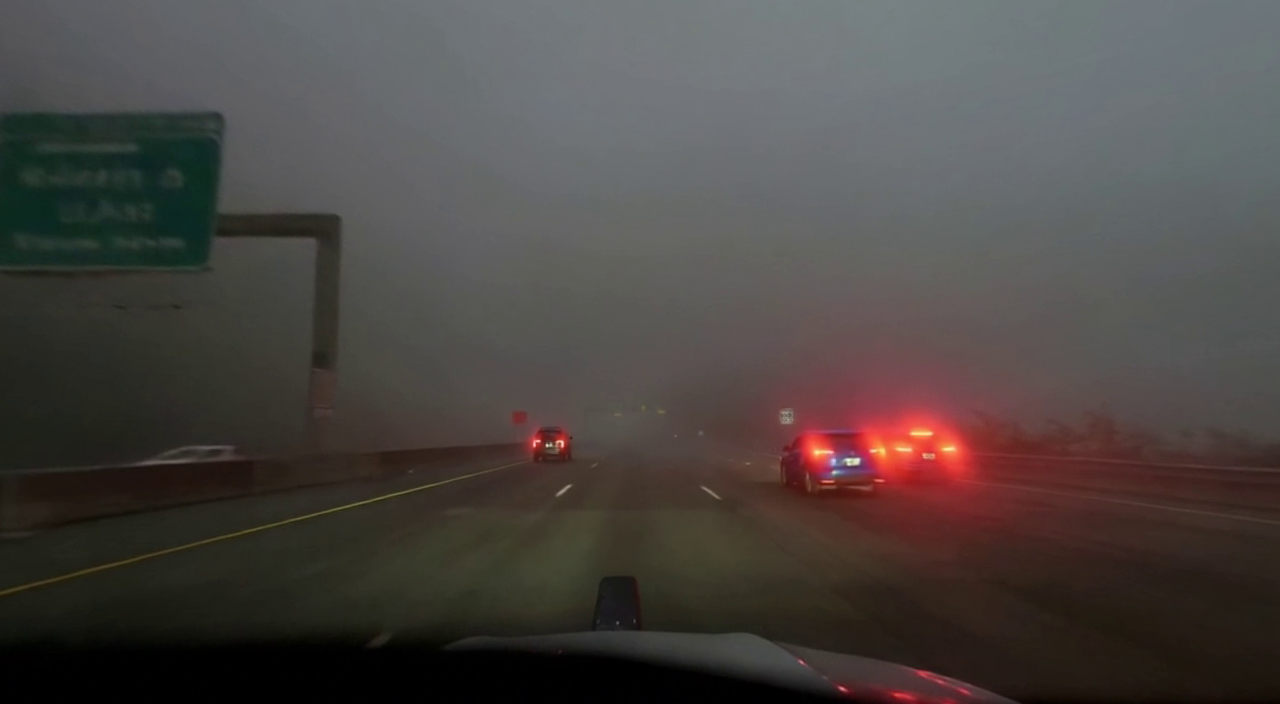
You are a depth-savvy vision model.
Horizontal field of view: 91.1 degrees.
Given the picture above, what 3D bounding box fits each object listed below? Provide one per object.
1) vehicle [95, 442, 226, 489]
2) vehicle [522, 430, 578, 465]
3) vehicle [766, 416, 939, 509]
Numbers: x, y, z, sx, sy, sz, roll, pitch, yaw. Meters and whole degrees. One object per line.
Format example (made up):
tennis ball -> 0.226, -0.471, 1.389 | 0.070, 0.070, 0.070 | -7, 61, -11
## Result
vehicle -> -17.290, 4.070, 22.932 | 1.764, 1.516, 3.867 | 0, -8, -1
vehicle -> -4.020, 4.355, 28.837 | 2.032, 1.465, 4.316 | 0, -8, -1
vehicle -> 4.076, 2.166, 12.878 | 2.011, 1.576, 4.060 | 0, -8, -2
